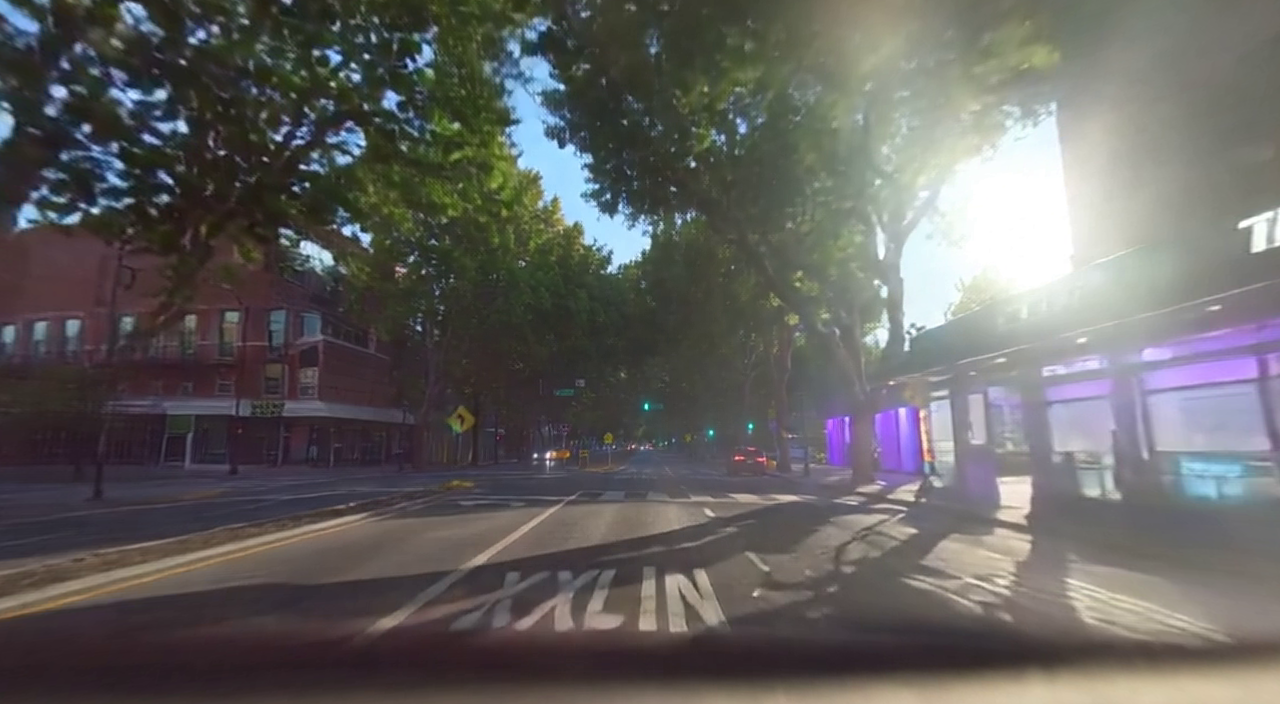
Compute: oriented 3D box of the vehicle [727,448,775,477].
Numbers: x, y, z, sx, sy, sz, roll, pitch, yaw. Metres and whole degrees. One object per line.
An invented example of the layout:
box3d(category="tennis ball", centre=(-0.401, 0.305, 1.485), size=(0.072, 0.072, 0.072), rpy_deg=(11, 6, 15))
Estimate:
box3d(category="vehicle", centre=(6.309, 6.316, 36.255), size=(1.906, 1.523, 4.336), rpy_deg=(0, -9, -1))
